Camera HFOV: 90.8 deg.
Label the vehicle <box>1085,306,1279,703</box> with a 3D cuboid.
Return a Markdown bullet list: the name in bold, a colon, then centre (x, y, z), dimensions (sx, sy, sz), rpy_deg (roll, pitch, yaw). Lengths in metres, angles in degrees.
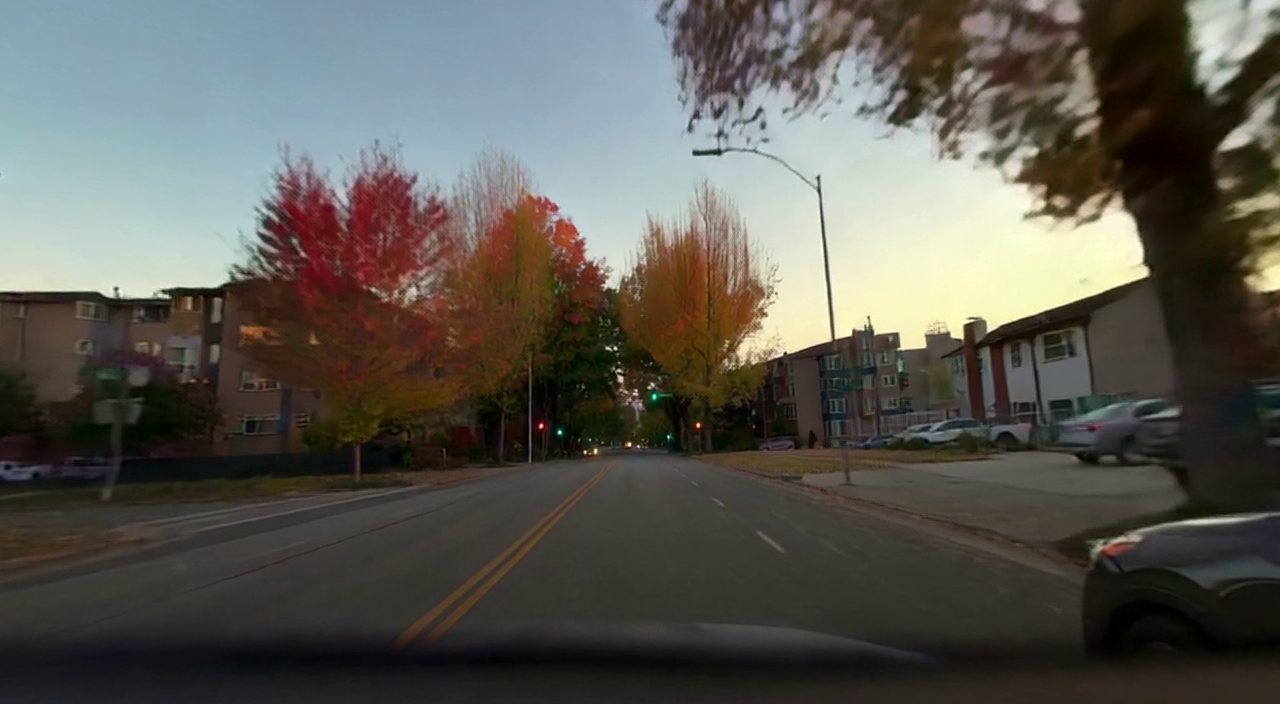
- **vehicle**: centre (3.202, 0.511, 0.422), dimensions (2.224, 1.791, 4.834), rpy_deg (0, -8, 0)
